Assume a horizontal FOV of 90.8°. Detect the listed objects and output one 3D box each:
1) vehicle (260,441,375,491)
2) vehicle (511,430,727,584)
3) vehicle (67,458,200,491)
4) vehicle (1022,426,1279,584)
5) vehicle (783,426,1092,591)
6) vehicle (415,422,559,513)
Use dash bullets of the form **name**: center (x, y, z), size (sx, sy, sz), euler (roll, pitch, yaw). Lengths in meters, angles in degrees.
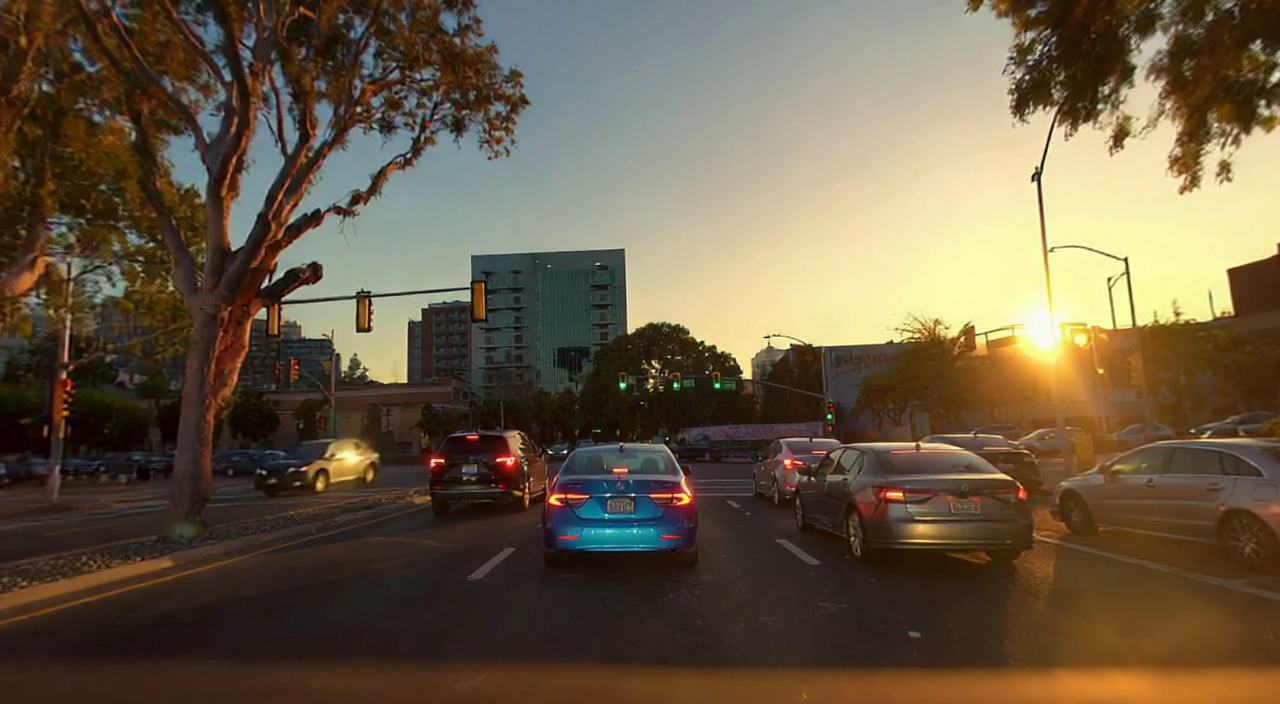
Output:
- **vehicle**: center (-12.196, 4.311, 24.288), size (1.959, 1.704, 4.410), euler (0, -8, 2)
- **vehicle**: center (-0.177, 1.801, 8.164), size (2.098, 1.477, 3.897), euler (0, -8, 1)
- **vehicle**: center (-25.293, 6.142, 31.755), size (4.679, 1.488, 2.052), euler (2, -9, -12)
- **vehicle**: center (7.179, 1.731, 7.820), size (2.004, 1.508, 4.646), euler (0, -8, 0)
- **vehicle**: center (3.236, 1.760, 7.997), size (2.020, 1.513, 4.120), euler (0, -8, 2)
- **vehicle**: center (-3.431, 2.711, 15.408), size (2.160, 1.823, 5.115), euler (0, -8, 1)
